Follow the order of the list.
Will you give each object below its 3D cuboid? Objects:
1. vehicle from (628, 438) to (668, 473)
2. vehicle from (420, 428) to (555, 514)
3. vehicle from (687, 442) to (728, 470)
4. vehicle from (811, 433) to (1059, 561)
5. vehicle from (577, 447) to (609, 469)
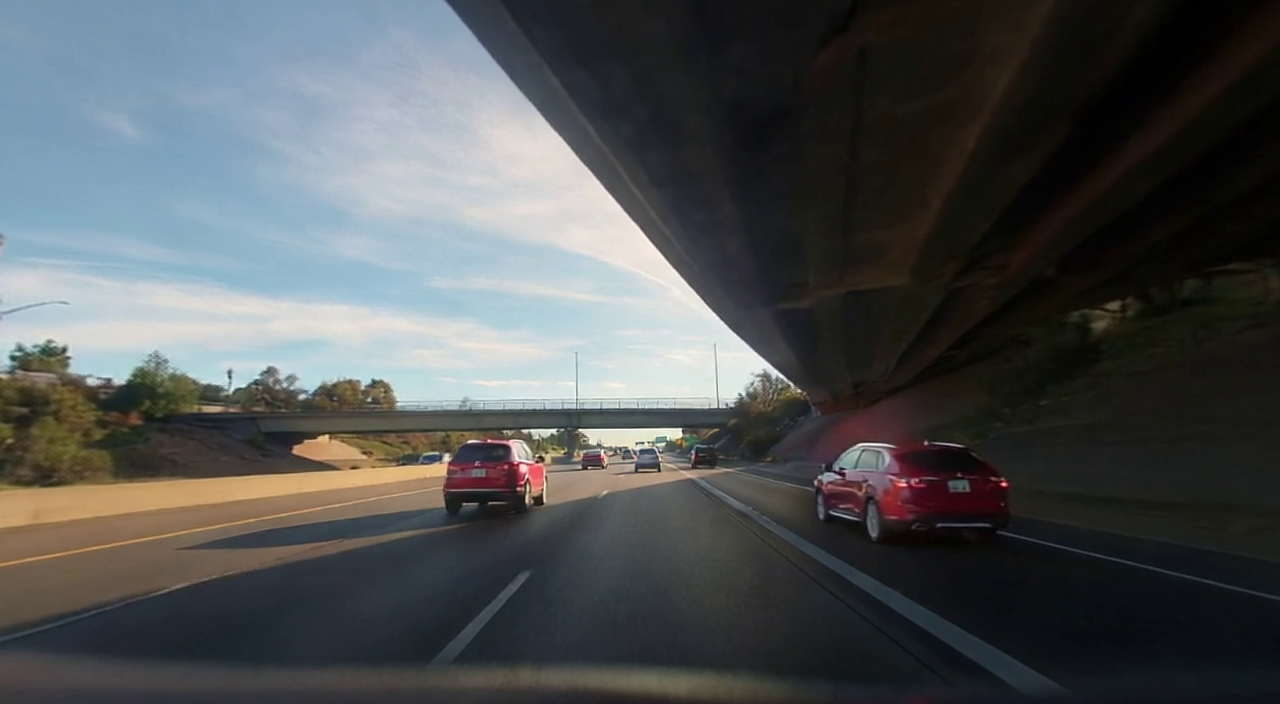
[{"bbox_3d":[0.426,5.969,36.446,2.155,1.909,4.529,0,-9,0],"label":"vehicle"},{"bbox_3d":[-3.463,2.809,15.354,2.089,1.751,4.515,0,-9,1],"label":"vehicle"},{"bbox_3d":[4.547,7.125,43.251,2.231,1.807,4.588,0,-9,-1],"label":"vehicle"},{"bbox_3d":[4.131,2.065,9.651,1.959,1.554,3.795,0,-9,0],"label":"vehicle"},{"bbox_3d":[-3.381,7.739,46.202,1.994,1.475,4.171,0,-9,0],"label":"vehicle"}]
